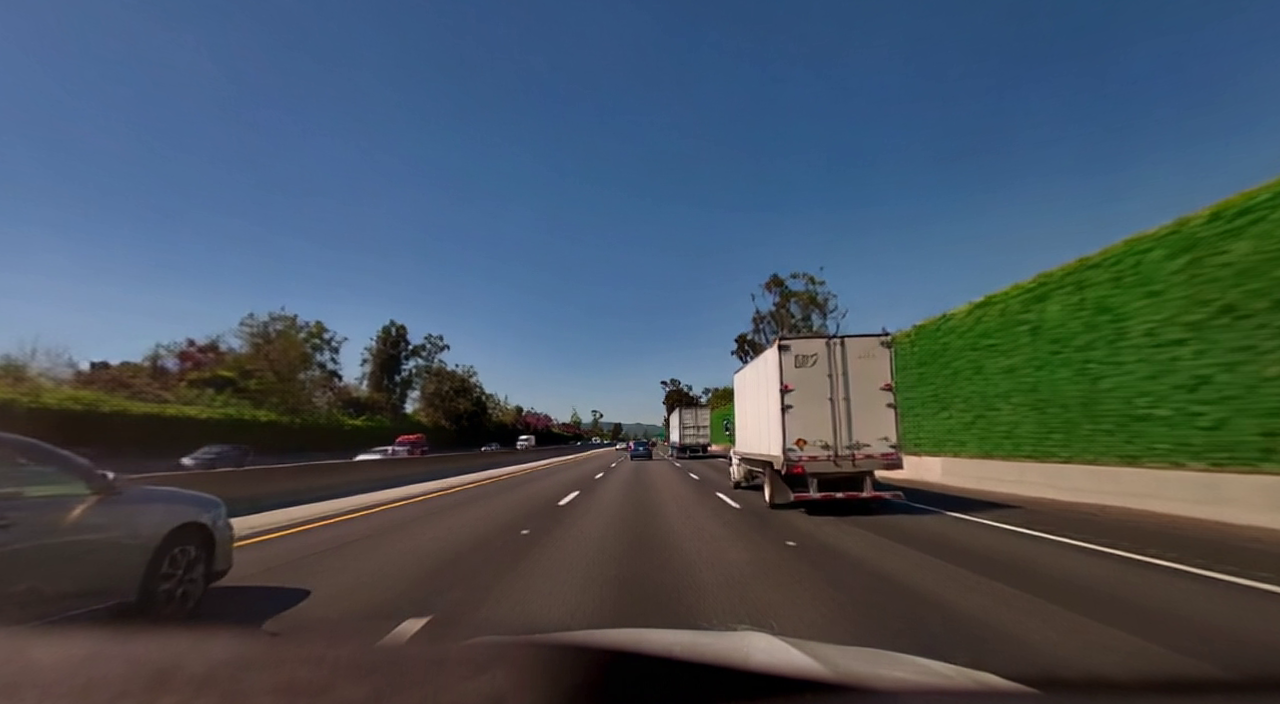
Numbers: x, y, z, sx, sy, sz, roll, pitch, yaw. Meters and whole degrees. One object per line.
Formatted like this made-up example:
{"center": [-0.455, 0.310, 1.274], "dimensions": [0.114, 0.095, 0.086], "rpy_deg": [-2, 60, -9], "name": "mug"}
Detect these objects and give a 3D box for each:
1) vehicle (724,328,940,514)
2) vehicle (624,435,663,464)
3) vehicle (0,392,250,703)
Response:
{"center": [4.039, 1.821, 15.658], "dimensions": [2.742, 3.383, 8.285], "rpy_deg": [0, -8, 0], "name": "vehicle"}
{"center": [0.234, 6.284, 40.749], "dimensions": [2.389, 1.760, 4.473], "rpy_deg": [0, -8, 0], "name": "vehicle"}
{"center": [-3.883, 0.887, 2.503], "dimensions": [1.988, 1.488, 4.113], "rpy_deg": [0, -8, 0], "name": "vehicle"}
